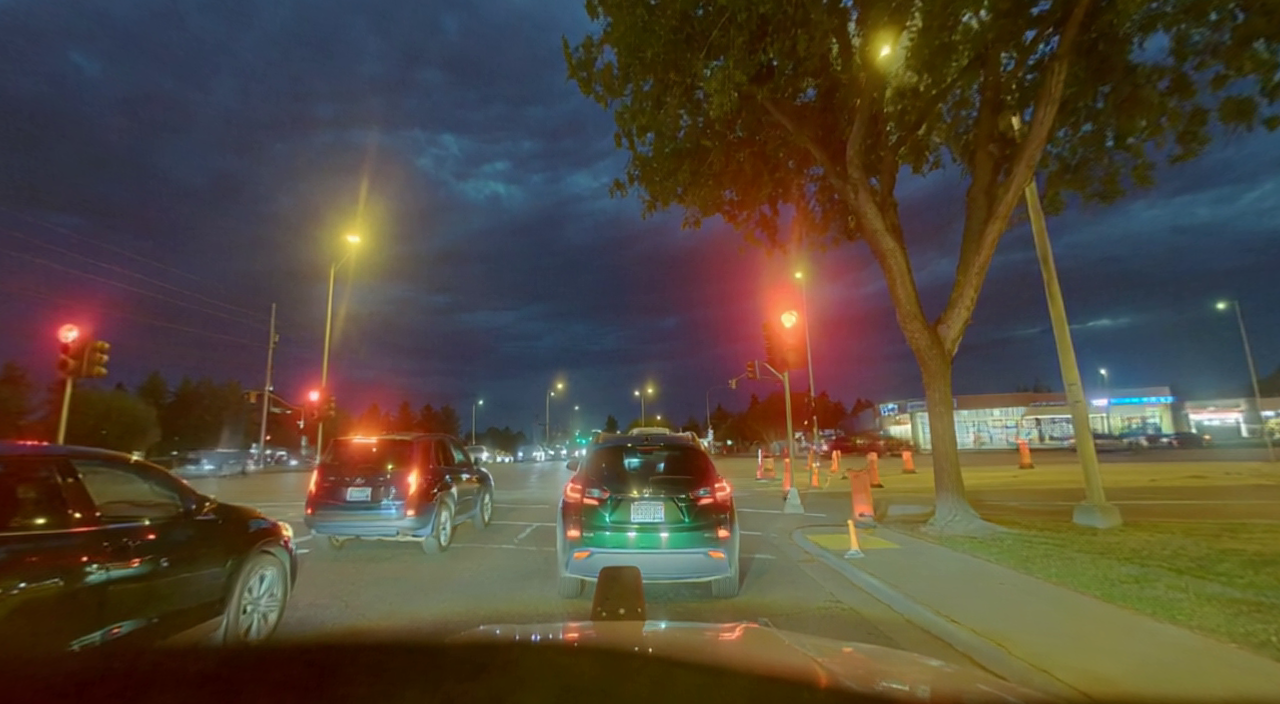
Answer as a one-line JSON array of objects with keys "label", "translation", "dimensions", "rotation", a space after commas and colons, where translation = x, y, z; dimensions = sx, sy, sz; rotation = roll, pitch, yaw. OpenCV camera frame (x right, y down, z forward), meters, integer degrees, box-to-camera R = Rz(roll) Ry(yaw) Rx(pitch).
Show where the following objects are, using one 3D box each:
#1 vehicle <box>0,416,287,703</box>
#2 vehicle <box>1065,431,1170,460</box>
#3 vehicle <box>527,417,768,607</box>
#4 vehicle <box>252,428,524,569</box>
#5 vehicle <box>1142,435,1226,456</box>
[{"label": "vehicle", "translation": [-3.596, 0.946, 2.146], "dimensions": [1.964, 1.497, 4.722], "rotation": [0, -9, 1]}, {"label": "vehicle", "translation": [30.904, 6.090, 40.901], "dimensions": [5.043, 1.759, 2.085], "rotation": [0, -9, 2]}, {"label": "vehicle", "translation": [0.107, 1.625, 7.205], "dimensions": [2.021, 1.560, 3.676], "rotation": [0, -9, 1]}, {"label": "vehicle", "translation": [-3.274, 1.999, 9.439], "dimensions": [1.989, 1.541, 4.626], "rotation": [0, -9, 2]}, {"label": "vehicle", "translation": [40.730, 7.043, 47.202], "dimensions": [4.581, 1.480, 1.752], "rotation": [1, -9, 0]}]
